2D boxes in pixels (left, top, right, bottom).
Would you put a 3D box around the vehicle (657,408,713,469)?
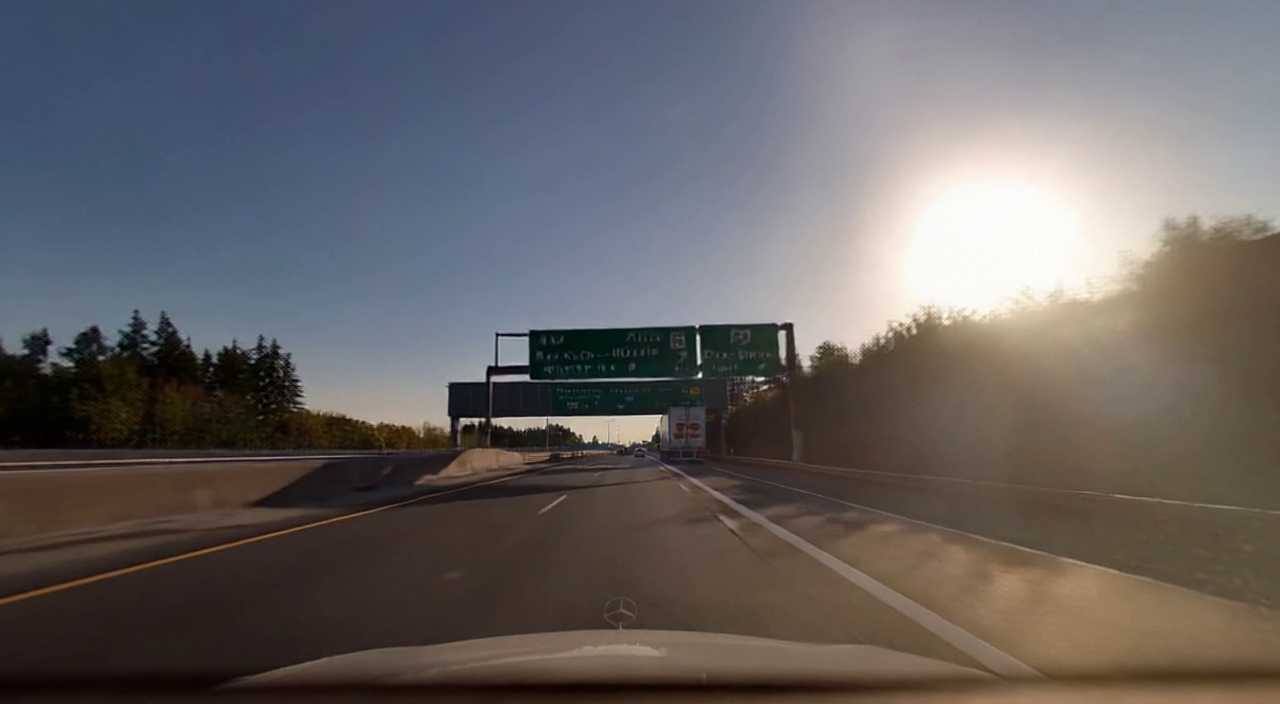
[{"bbox_3d":[3.190,6.843,48.946,3.244,4.020,14.561,0,-9,0],"label":"vehicle"}]
